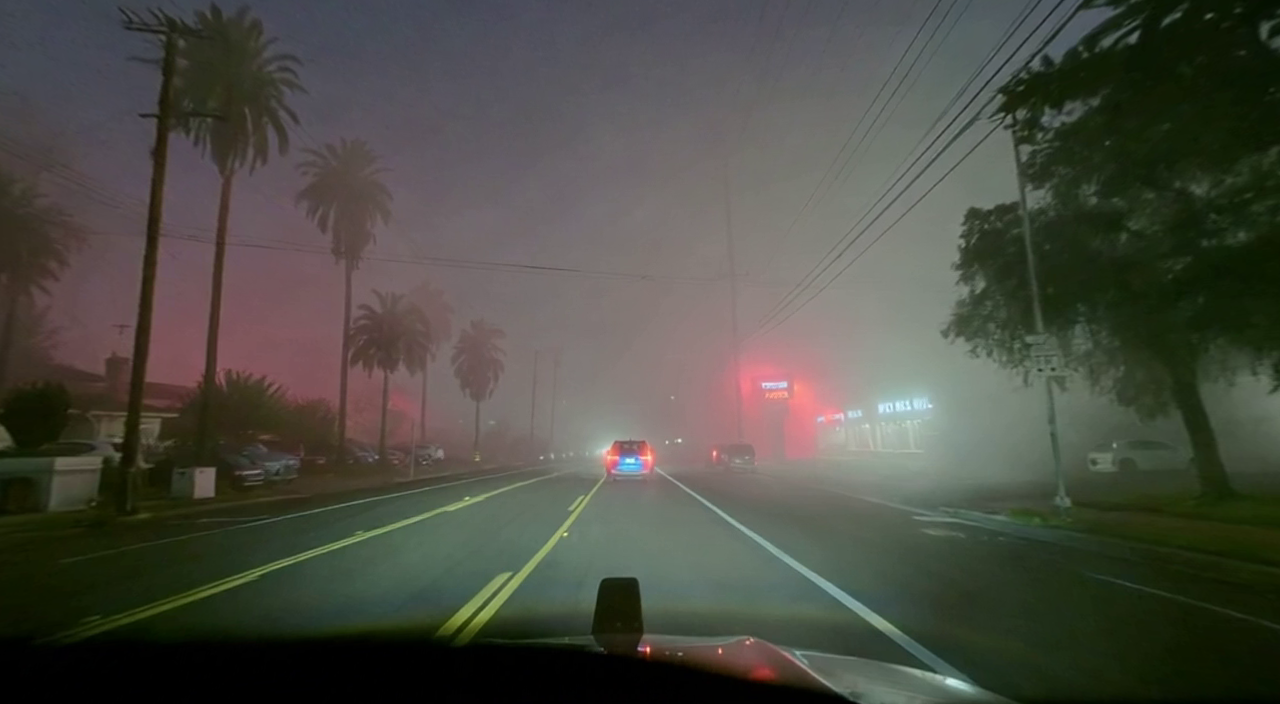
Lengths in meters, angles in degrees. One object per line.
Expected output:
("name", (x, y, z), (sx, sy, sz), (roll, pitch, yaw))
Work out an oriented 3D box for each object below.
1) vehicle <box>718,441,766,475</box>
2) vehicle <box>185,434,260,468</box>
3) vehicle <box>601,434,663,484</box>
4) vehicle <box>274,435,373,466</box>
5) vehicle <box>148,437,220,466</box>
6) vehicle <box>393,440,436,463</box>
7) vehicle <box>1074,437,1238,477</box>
("vehicle", (5.828, 6.092, 36.455), (1.945, 1.791, 4.460), (0, -9, -1))
("vehicle", (-22.159, 5.261, 33.603), (1.860, 1.656, 4.483), (2, -9, -14))
("vehicle", (-0.324, 4.283, 25.515), (2.264, 1.798, 4.563), (0, -8, -1))
("vehicle", (-19.198, 5.971, 38.339), (4.976, 1.741, 1.986), (7, -11, -40))
("vehicle", (-25.019, 5.483, 34.680), (1.760, 1.501, 3.655), (2, -9, -12))
("vehicle", (-17.788, 7.853, 49.866), (2.084, 1.678, 4.707), (1, -9, -7))
("vehicle", (20.164, 4.111, 24.750), (4.707, 1.461, 1.994), (0, -9, -2))
